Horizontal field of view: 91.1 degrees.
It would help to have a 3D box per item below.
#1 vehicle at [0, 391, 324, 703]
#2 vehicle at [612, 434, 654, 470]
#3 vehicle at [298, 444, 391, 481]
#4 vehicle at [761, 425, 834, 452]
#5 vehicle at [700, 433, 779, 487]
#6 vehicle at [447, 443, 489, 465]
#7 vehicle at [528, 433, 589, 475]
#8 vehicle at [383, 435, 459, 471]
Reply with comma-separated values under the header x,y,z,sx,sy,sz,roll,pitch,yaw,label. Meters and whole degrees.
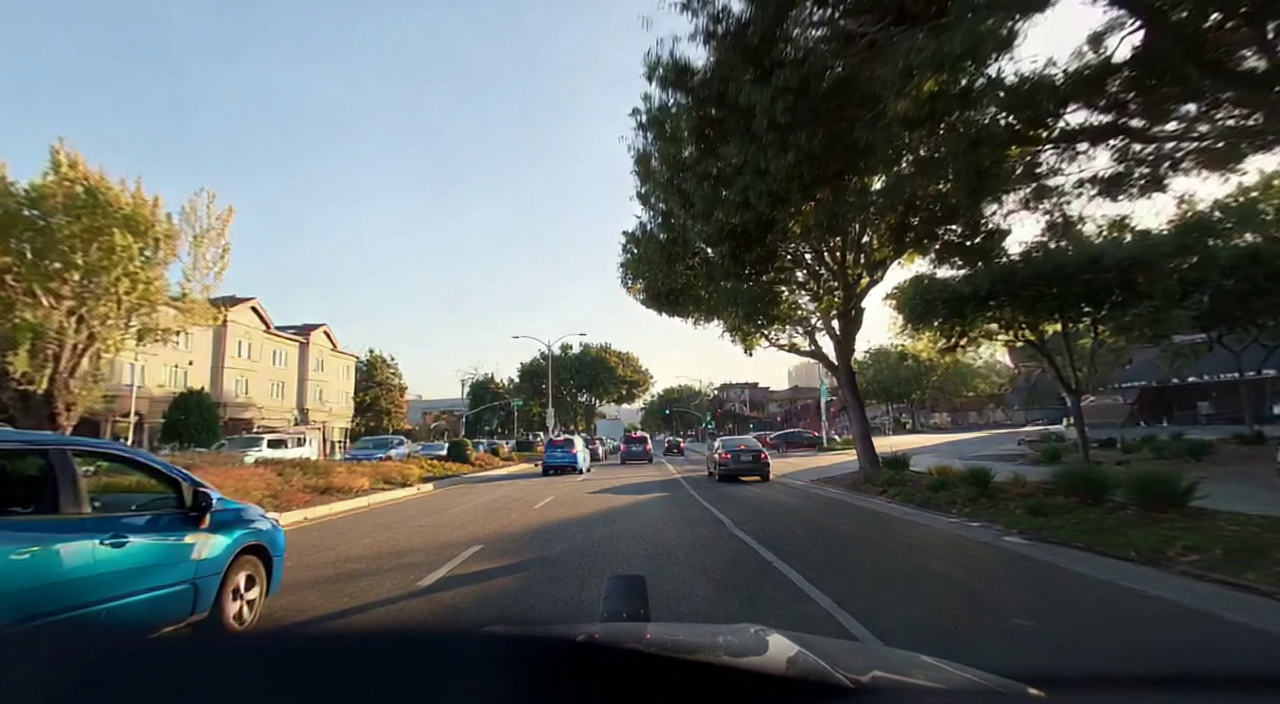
x,y,z,sx,sy,sz,roll,pitch,yaw,label
-3.268,0.874,2.105,2.094,1.483,4.510,0,-8,-1,vehicle
-0.324,5.189,32.728,2.022,1.700,4.084,0,-8,0,vehicle
-12.574,4.713,27.047,1.824,1.447,4.442,0,-8,0,vehicle
12.072,6.683,48.252,4.991,1.978,2.090,-8,-12,43,vehicle
3.097,3.448,20.264,1.847,1.554,3.885,0,-8,-1,vehicle
-12.465,7.402,45.819,1.843,1.509,4.301,0,-8,0,vehicle
-3.516,4.536,28.047,2.047,1.710,4.314,0,-8,1,vehicle
-12.305,5.726,35.823,2.245,1.908,5.613,0,-8,1,vehicle
